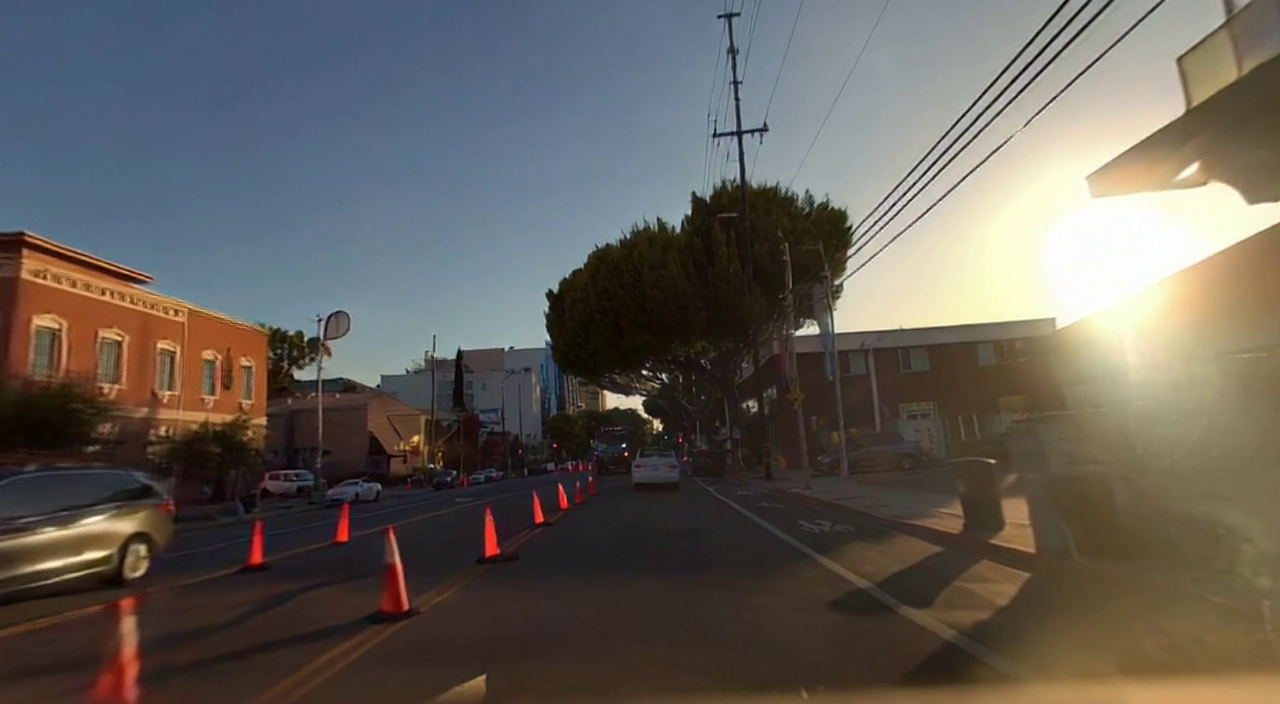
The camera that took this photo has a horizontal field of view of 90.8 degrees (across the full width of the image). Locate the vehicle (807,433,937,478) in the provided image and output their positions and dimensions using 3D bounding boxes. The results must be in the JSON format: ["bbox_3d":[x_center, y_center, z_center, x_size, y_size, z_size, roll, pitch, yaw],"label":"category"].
[{"bbox_3d":[10.347,4.624,28.482,4.859,1.914,2.333,1,-9,-5],"label":"vehicle"}]

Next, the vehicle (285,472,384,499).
[{"bbox_3d":[-18.548,8.118,38.491,4.952,1.510,2.115,-1,-9,5],"label":"vehicle"}]

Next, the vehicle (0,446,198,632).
[{"bbox_3d":[-6.936,1.792,5.975,2.016,1.693,4.911,-3,-9,-1],"label":"vehicle"}]

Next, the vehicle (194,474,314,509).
[{"bbox_3d":[-19.508,7.076,32.090,4.696,1.513,2.243,-2,-8,3],"label":"vehicle"}]

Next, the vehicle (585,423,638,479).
[{"bbox_3d":[-1.662,6.727,43.196,2.977,3.271,12.748,0,-9,0],"label":"vehicle"}]

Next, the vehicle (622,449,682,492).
[{"bbox_3d":[0.484,4.567,24.646,2.159,1.506,4.086,0,-9,2],"label":"vehicle"}]
